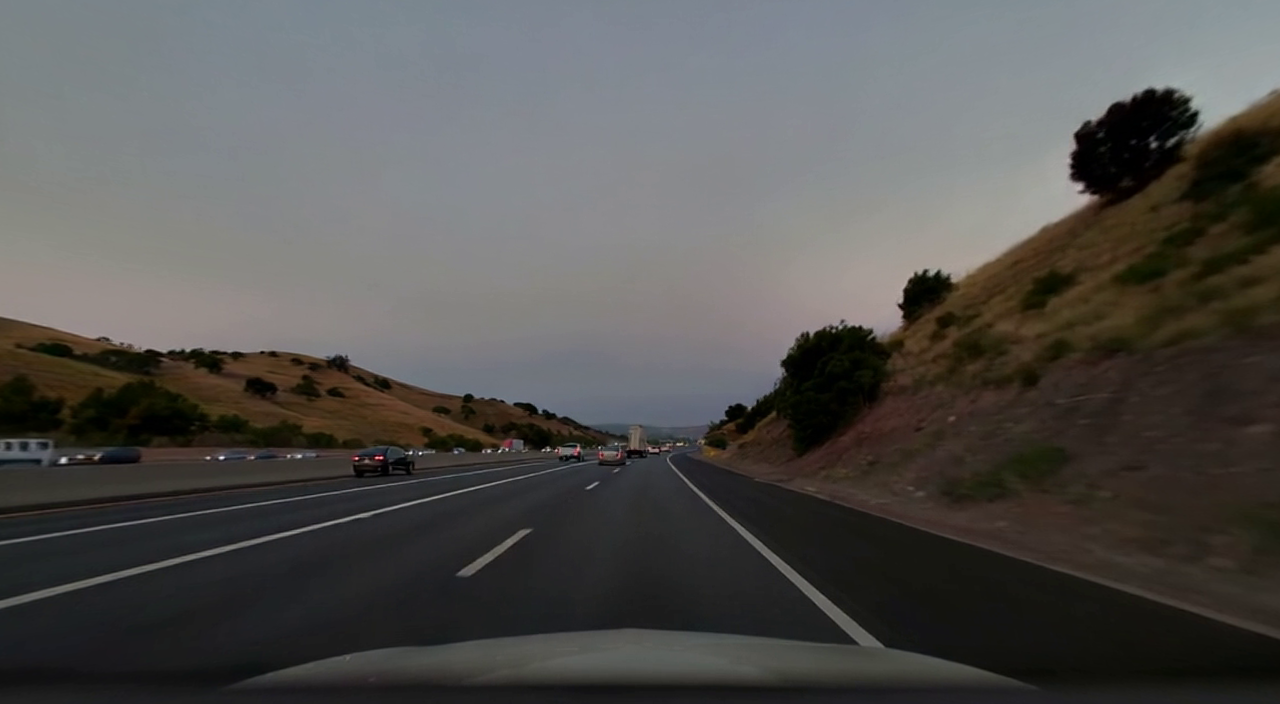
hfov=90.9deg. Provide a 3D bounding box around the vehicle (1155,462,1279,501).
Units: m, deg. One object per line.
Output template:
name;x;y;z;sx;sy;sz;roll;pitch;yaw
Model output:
vehicle;26.145;5.813;28.595;1.839;1.492;4.418;-1;-8;1

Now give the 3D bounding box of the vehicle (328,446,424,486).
vehicle;-10.642;4.609;25.842;1.927;1.454;4.395;-1;-8;1
